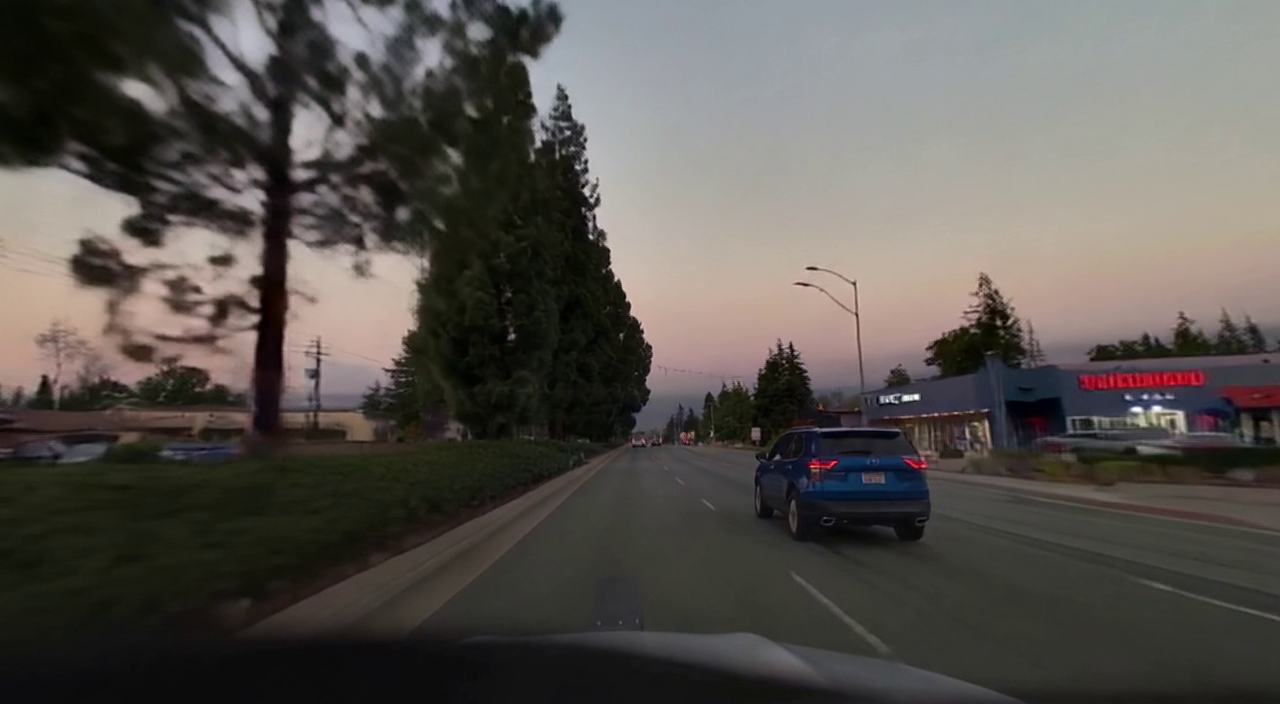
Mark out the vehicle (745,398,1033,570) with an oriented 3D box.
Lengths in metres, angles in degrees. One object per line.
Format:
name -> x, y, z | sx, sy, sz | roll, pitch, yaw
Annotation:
vehicle -> 3.015, 1.741, 9.024 | 2.130, 1.790, 4.615 | 0, -9, -1
